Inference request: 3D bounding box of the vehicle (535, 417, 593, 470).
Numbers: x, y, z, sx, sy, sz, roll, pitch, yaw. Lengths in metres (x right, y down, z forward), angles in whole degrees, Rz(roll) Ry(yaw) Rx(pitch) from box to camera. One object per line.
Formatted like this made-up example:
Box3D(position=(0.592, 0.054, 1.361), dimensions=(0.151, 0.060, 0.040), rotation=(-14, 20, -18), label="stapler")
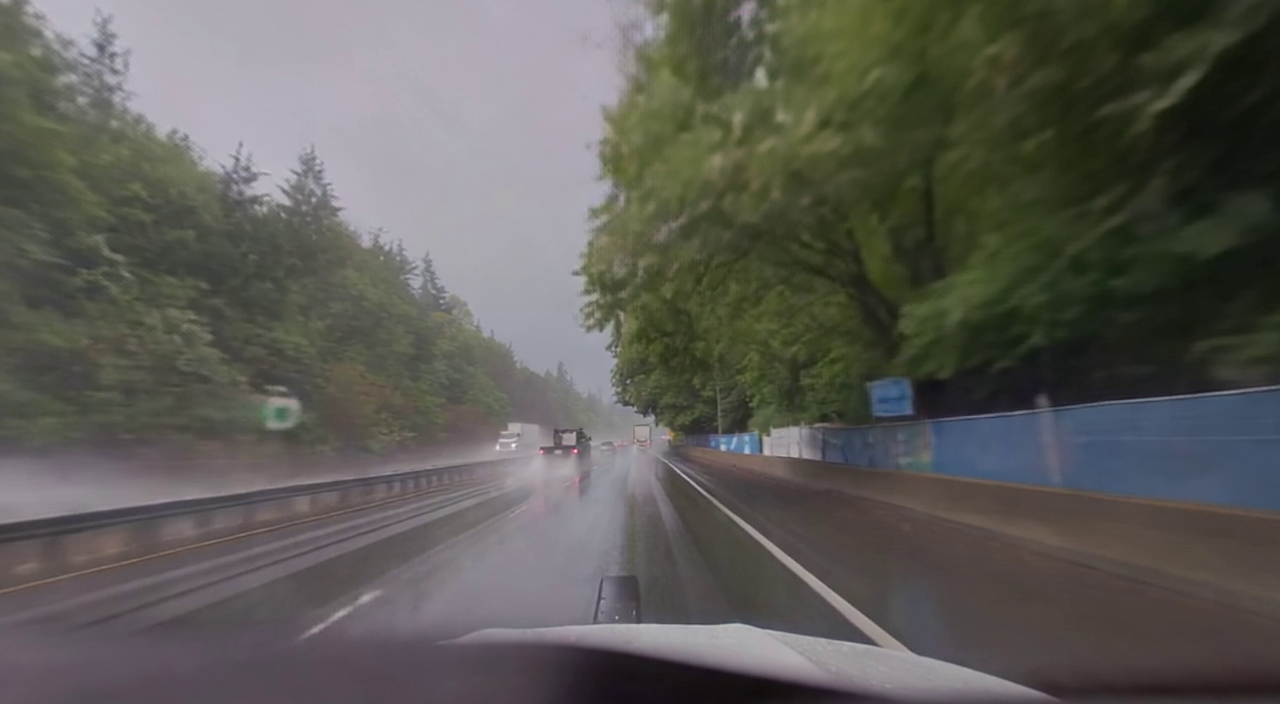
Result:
Box3D(position=(-4.006, 4.967, 34.317), dimensions=(2.484, 2.625, 5.907), rotation=(0, -8, -1), label="vehicle")
